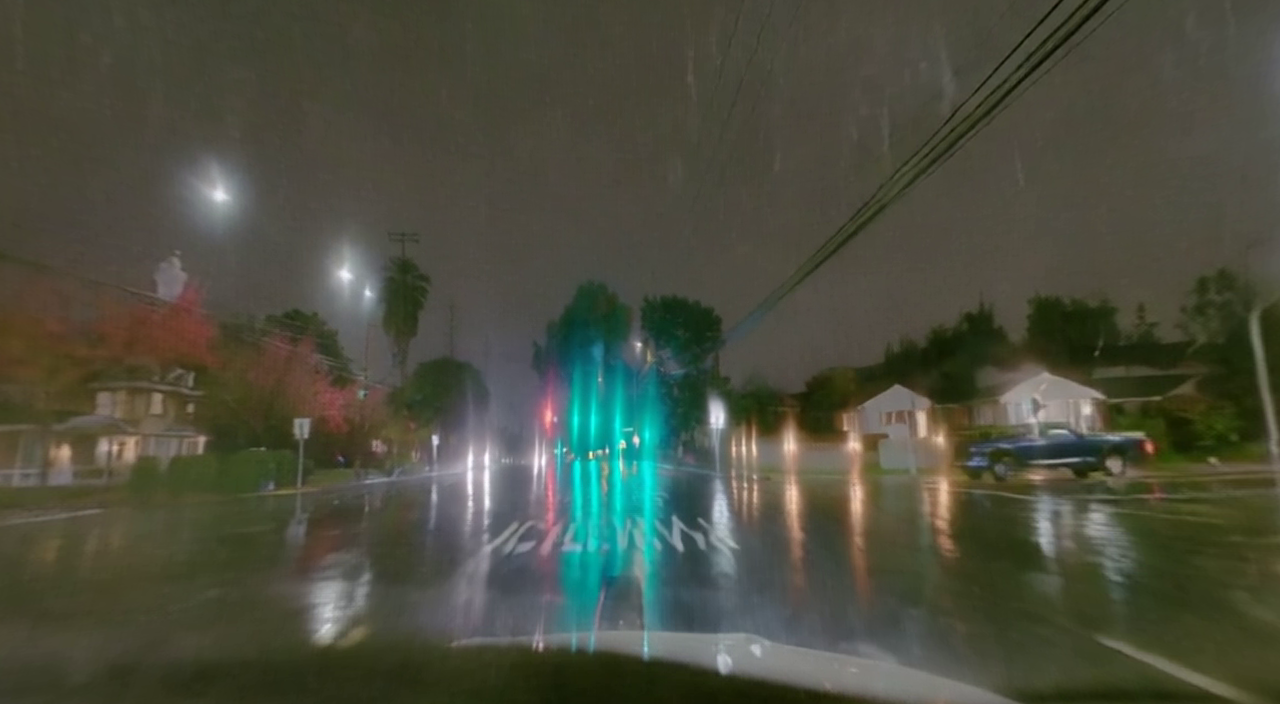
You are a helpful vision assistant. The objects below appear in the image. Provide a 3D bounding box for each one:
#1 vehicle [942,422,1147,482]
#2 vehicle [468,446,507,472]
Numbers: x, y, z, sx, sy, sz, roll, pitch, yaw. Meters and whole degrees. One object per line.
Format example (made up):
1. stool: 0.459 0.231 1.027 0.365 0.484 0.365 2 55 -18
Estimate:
1. vehicle: 11.850 2.951 18.779 4.702 1.661 1.977 0 -8 0
2. vehicle: -10.989 7.720 45.863 2.053 1.727 4.651 1 -8 -5
